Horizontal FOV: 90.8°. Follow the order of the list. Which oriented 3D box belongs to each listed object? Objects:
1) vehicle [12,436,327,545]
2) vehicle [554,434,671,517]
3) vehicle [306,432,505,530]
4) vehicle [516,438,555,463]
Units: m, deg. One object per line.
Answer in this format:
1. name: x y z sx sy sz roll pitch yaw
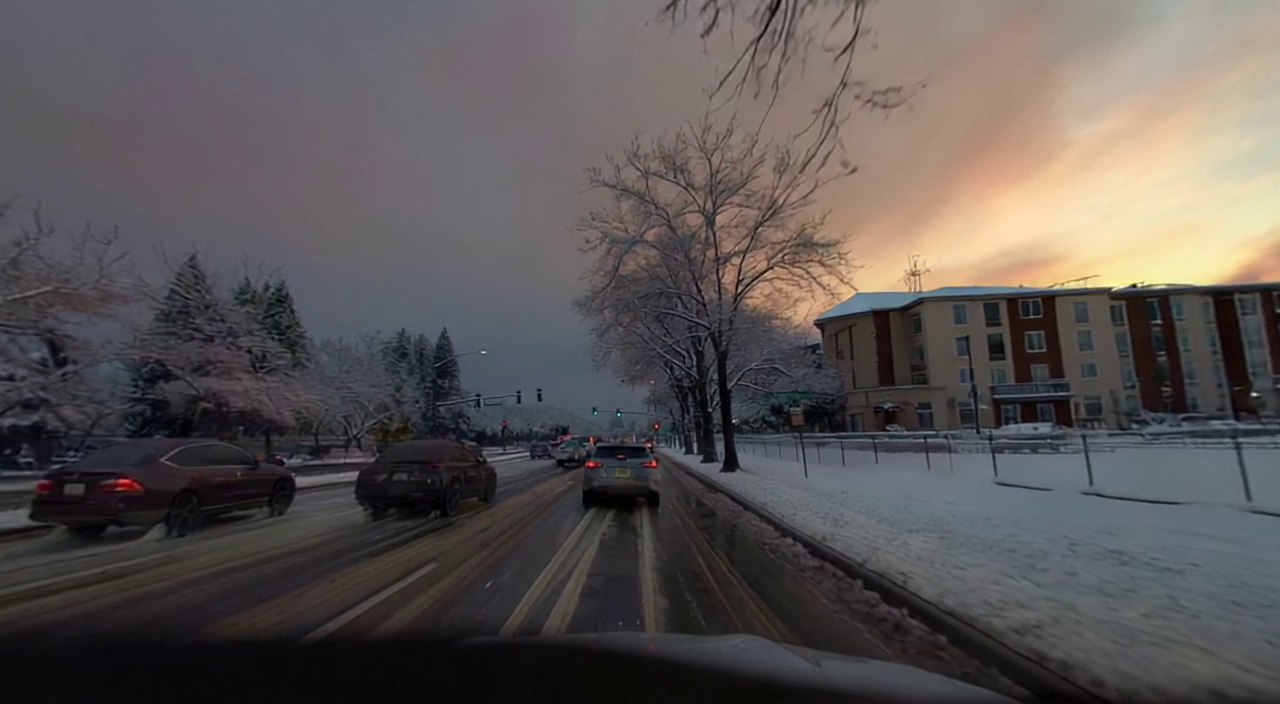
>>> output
1. vehicle: -7.528 2.227 10.897 1.906 1.449 4.576 0 -9 0
2. vehicle: -0.537 2.546 13.584 2.099 1.469 4.389 0 -9 -1
3. vehicle: -4.178 2.373 12.281 2.032 1.515 4.641 0 -9 1
4. vehicle: -7.524 7.140 45.945 2.023 1.737 4.569 0 -9 1
